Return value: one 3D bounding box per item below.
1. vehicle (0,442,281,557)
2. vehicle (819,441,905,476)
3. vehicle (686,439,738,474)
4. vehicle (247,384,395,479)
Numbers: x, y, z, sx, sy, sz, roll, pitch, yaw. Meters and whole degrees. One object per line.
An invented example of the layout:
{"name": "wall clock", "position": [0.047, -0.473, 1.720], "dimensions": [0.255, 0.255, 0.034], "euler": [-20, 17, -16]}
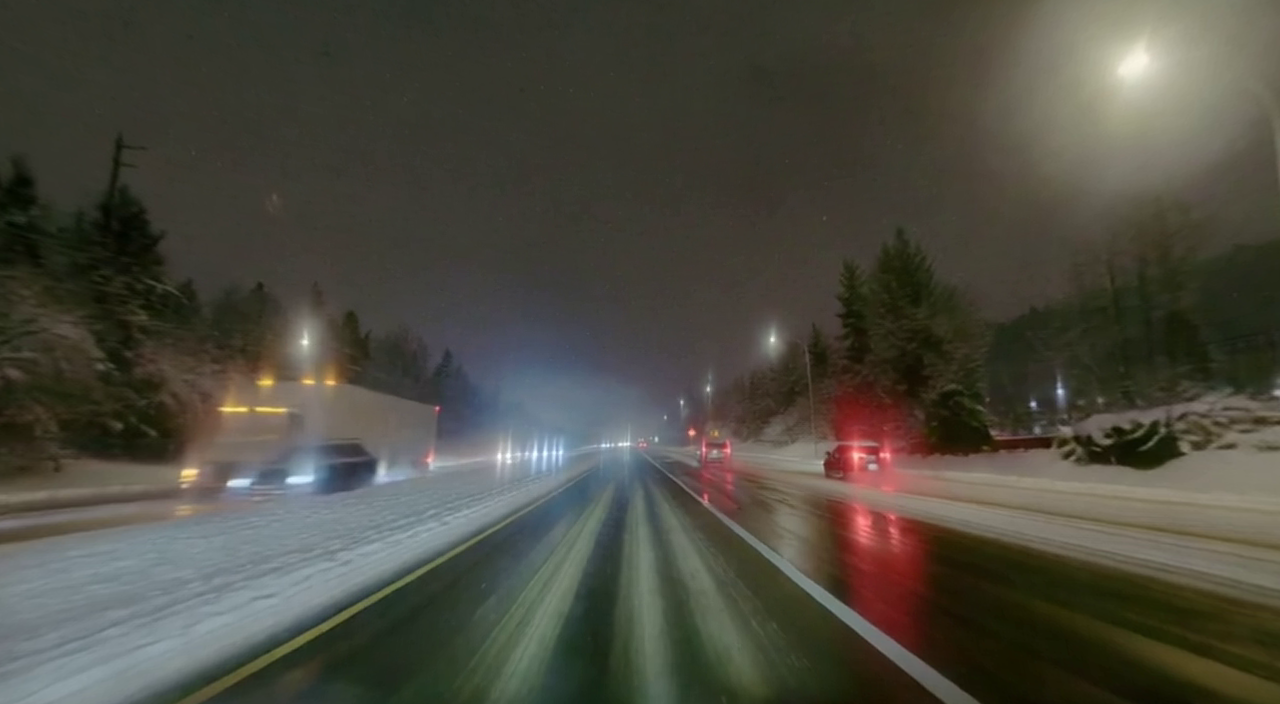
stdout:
{"name": "vehicle", "position": [-7.247, 2.097, 9.606], "dimensions": [1.543, 1.401, 3.404], "euler": [0, -9, 0]}
{"name": "vehicle", "position": [10.184, 4.922, 29.458], "dimensions": [1.987, 1.502, 5.130], "euler": [0, -9, -2]}
{"name": "vehicle", "position": [3.579, 5.265, 31.983], "dimensions": [2.018, 1.600, 4.121], "euler": [0, -9, -2]}
{"name": "vehicle", "position": [-15.250, 3.969, 31.106], "dimensions": [3.221, 4.078, 7.386], "euler": [0, -9, 1]}
